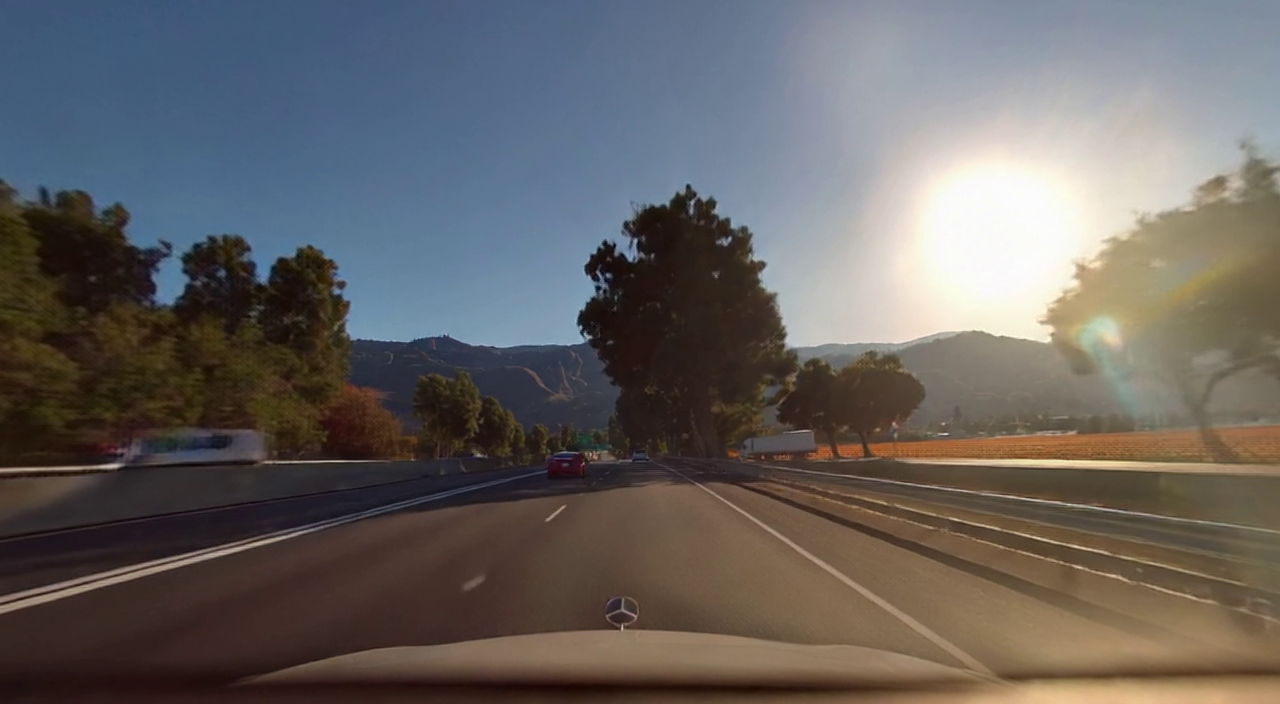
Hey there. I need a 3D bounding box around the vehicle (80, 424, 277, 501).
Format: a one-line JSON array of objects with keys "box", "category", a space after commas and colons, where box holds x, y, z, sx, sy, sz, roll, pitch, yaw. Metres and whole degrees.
[{"box": [-16.748, 4.050, 23.635, 2.222, 2.428, 6.706, 0, -9, 0], "category": "vehicle"}]

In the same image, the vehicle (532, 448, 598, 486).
[{"box": [-3.089, 4.877, 27.100, 2.170, 1.451, 4.584, 0, -9, 1], "category": "vehicle"}]
